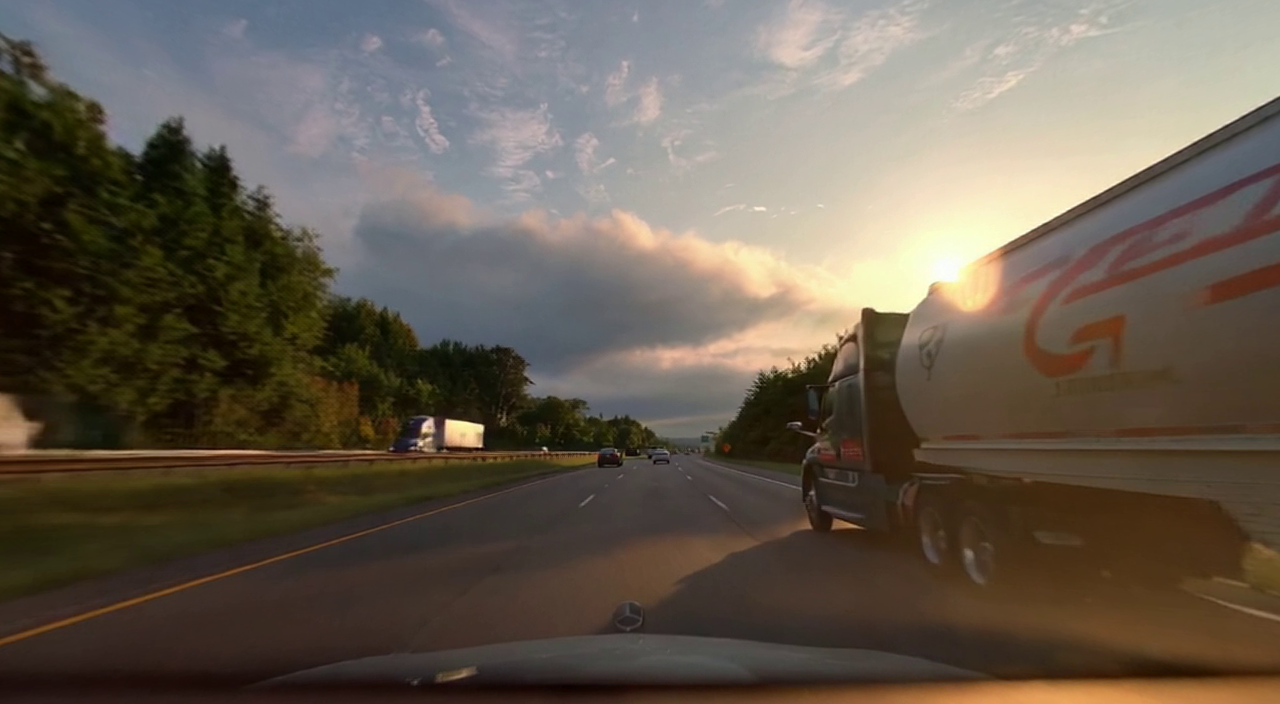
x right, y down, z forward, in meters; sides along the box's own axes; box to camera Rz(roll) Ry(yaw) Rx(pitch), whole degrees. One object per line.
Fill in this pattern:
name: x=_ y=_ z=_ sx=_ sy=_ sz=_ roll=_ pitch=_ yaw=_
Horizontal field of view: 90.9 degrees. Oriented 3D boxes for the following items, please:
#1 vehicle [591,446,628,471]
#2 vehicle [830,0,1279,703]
vehicle: x=-2.109 y=7.647 z=45.351 sx=2.205 sy=1.728 sz=4.397 roll=-1 pitch=-9 yaw=3
vehicle: x=4.058 y=-0.496 z=0.992 sx=3.057 sy=3.993 sz=13.914 roll=0 pitch=-9 yaw=-1
